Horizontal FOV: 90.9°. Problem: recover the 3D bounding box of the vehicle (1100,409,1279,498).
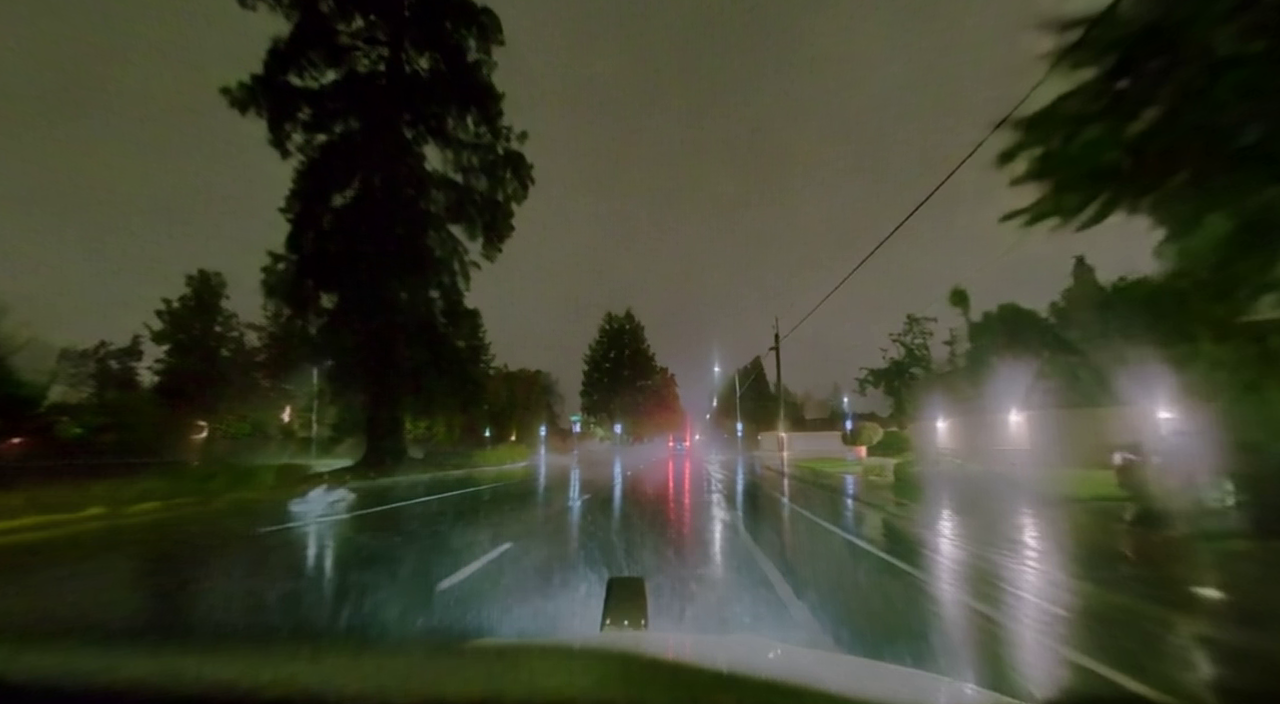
[{"bbox_3d":[11.785,1.899,11.930,4.544,1.535,1.921,-1,-8,4],"label":"vehicle"}]
